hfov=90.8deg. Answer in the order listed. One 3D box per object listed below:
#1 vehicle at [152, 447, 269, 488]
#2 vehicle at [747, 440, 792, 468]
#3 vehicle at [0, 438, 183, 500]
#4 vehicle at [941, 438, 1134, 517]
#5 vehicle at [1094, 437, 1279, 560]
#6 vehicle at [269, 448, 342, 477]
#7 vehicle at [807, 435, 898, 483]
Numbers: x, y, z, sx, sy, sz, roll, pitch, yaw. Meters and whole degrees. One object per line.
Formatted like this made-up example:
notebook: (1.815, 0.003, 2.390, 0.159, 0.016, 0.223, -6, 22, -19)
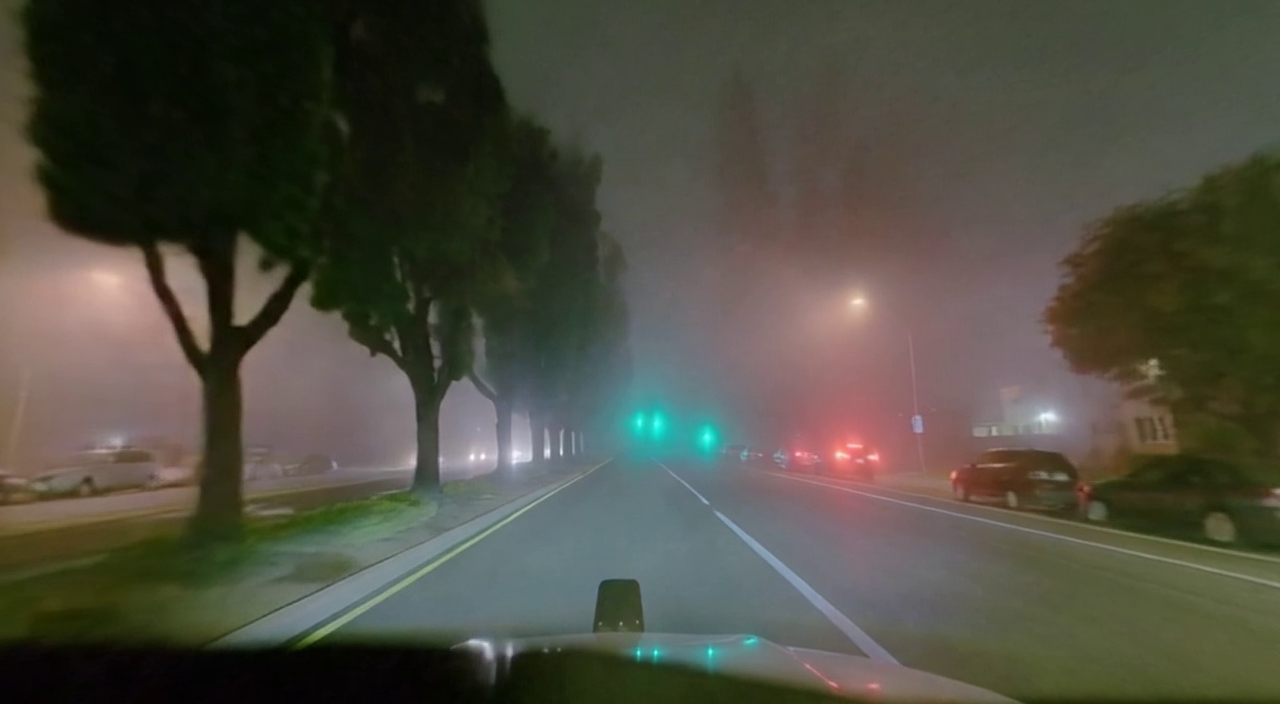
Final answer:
vehicle: (-18.556, 4.979, 27.625, 1.876, 1.502, 4.696, -2, -7, 0)
vehicle: (9.658, 7.634, 47.539, 2.176, 1.893, 5.744, 2, -8, 0)
vehicle: (-18.462, 3.919, 21.644, 1.992, 1.845, 4.935, 0, -8, -1)
vehicle: (9.673, 3.049, 15.916, 1.949, 1.698, 4.351, 0, -8, -1)
vehicle: (9.753, 2.195, 9.893, 1.885, 1.685, 4.430, 0, -8, -1)
vehicle: (-18.557, 6.130, 35.279, 1.732, 1.460, 3.932, -1, -8, 4)
vehicle: (9.714, 4.938, 29.550, 2.209, 1.982, 5.787, 0, -8, 0)
